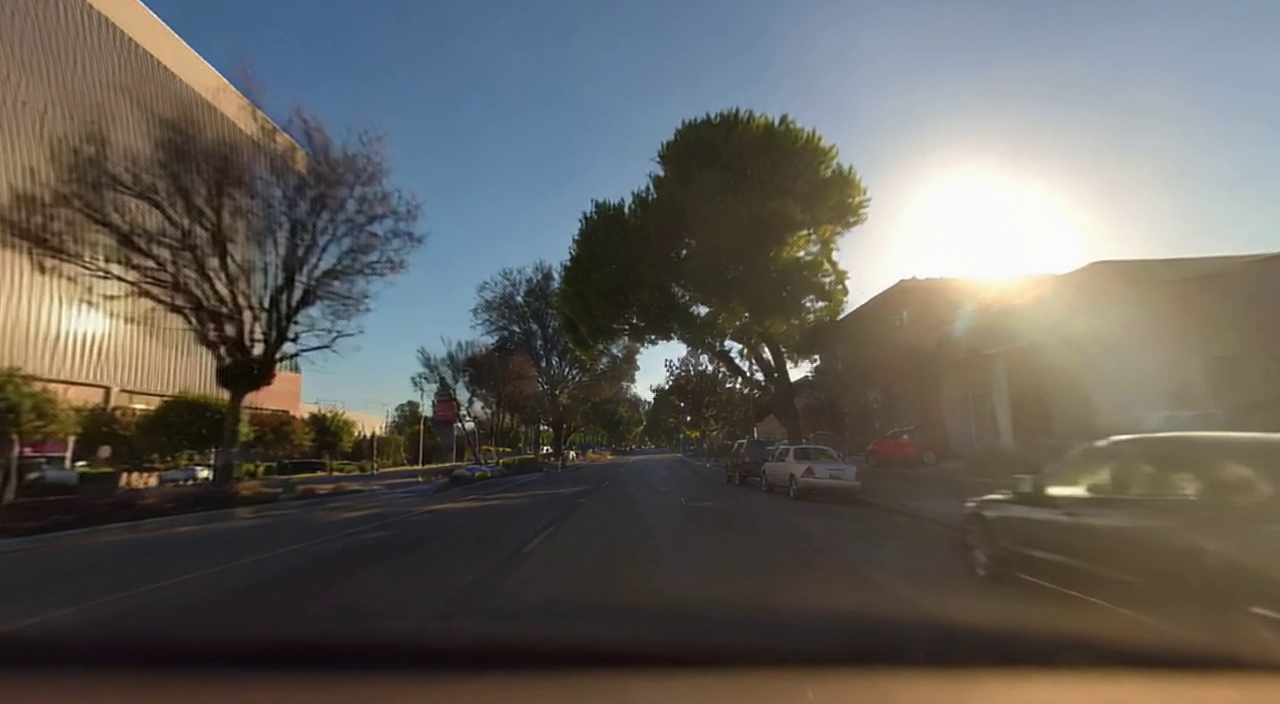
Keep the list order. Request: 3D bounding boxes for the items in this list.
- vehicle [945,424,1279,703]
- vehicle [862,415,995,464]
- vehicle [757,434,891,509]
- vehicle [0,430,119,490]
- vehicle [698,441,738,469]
[{"bbox_3d":[4.024,1.202,3.855,2.026,1.447,4.721,0,-8,1],"label":"vehicle"},{"bbox_3d":[11.952,3.652,26.355,4.433,1.621,1.995,-4,-8,1],"label":"vehicle"},{"bbox_3d":[4.406,2.930,16.074,1.962,1.590,5.179,0,-8,1],"label":"vehicle"},{"bbox_3d":[-36.129,6.546,38.635,2.736,3.317,6.453,0,-8,0],"label":"vehicle"},{"bbox_3d":[4.748,6.329,39.004,1.906,1.620,4.837,0,-8,0],"label":"vehicle"}]
